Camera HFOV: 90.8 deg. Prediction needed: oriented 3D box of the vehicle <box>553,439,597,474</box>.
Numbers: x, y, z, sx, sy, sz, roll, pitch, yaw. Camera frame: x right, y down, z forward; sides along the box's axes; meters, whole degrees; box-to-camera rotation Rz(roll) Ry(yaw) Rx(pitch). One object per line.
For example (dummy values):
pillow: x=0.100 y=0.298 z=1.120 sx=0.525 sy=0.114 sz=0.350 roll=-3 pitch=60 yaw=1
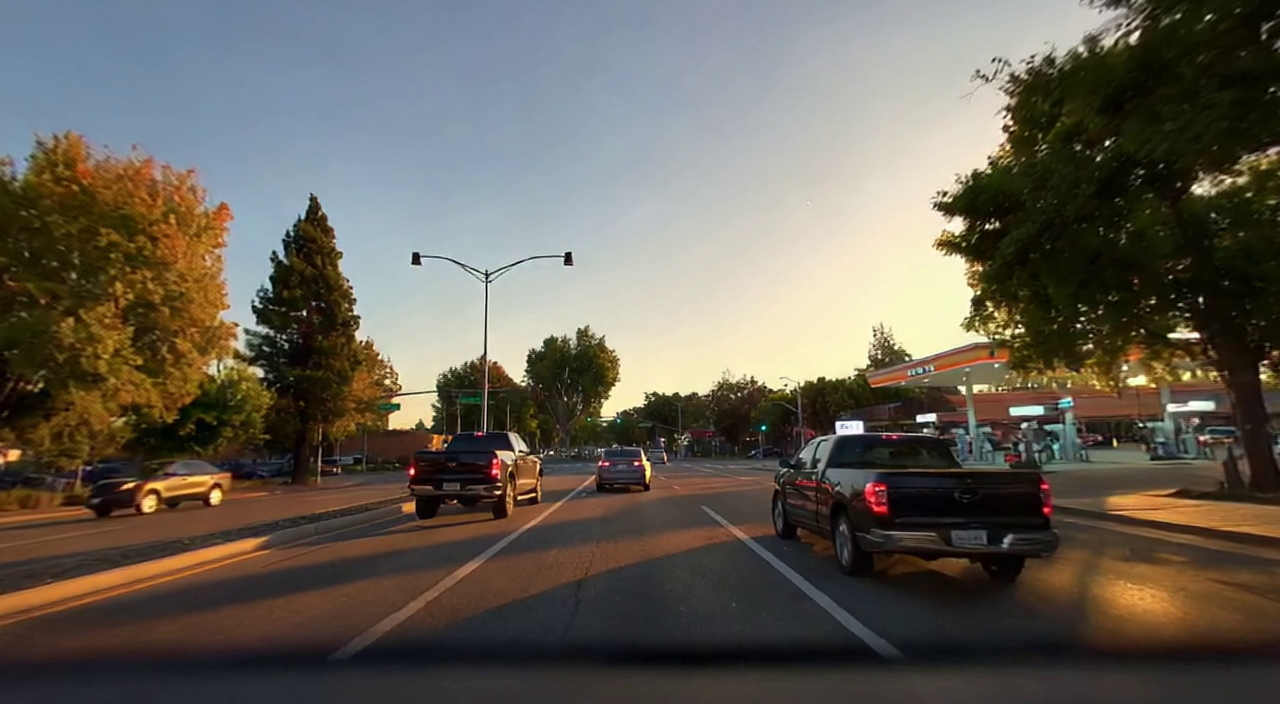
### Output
vehicle: x=-4.023 y=6.564 z=39.991 sx=2.321 sy=2.026 sz=5.307 roll=0 pitch=-9 yaw=-1

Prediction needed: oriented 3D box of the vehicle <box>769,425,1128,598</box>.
vehicle: x=3.163 y=1.728 z=7.805 sx=2.061 sy=1.487 sz=4.462 roll=0 pitch=-9 yaw=-2

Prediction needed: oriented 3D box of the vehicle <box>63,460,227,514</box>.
vehicle: x=-16.191 y=4.410 z=21.061 sx=1.866 sy=1.477 sz=4.550 roll=0 pitch=-9 yaw=-2

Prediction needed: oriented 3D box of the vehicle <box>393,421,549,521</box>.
vehicle: x=-3.669 y=2.730 z=15.078 sx=2.195 sy=1.905 sz=5.634 roll=0 pitch=-9 yaw=0

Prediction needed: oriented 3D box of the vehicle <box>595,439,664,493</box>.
vehicle: x=-0.371 y=3.699 z=20.815 sx=2.029 sy=1.605 sz=3.827 roll=0 pitch=-9 yaw=-2
